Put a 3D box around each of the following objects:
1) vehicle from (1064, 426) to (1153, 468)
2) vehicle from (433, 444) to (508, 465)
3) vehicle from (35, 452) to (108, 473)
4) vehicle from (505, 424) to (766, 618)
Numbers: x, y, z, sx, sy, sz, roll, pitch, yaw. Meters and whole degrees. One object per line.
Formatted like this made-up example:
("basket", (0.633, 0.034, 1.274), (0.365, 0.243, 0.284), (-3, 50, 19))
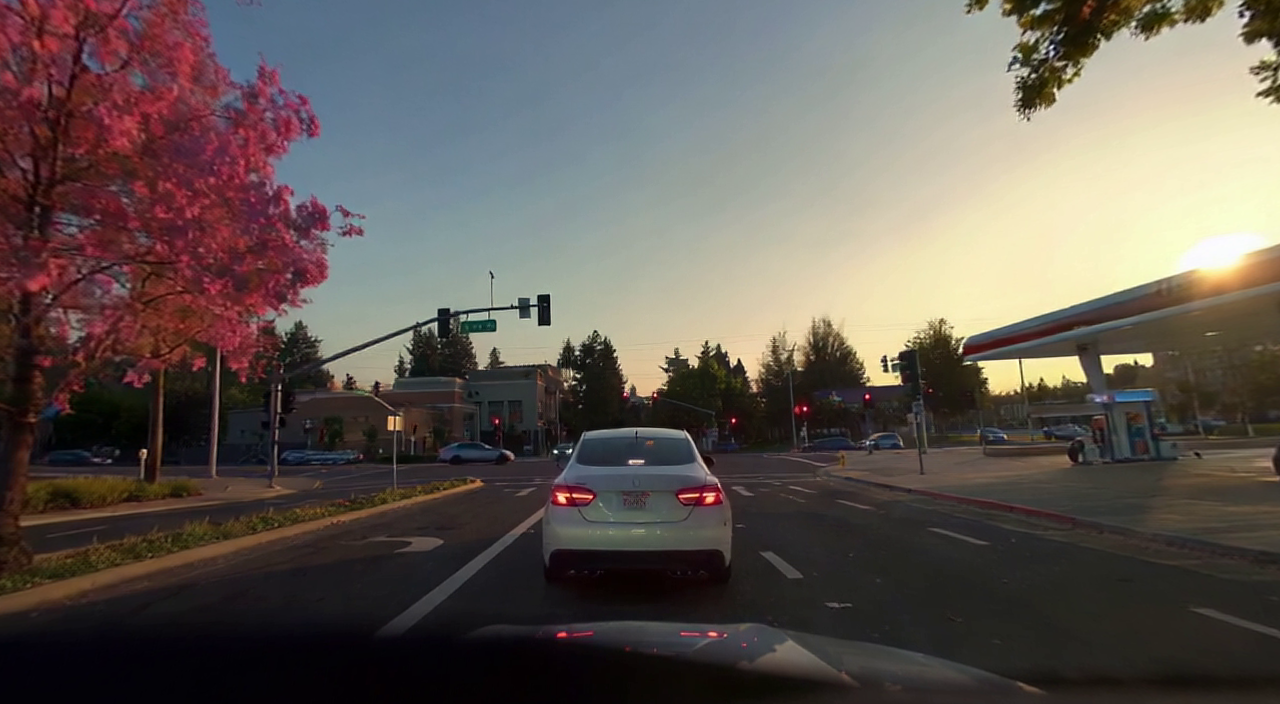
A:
("vehicle", (18.553, 3.734, 24.898), (4.091, 1.495, 2.053), (8, -12, -44))
("vehicle", (-12.255, 7.434, 45.694), (4.813, 1.455, 1.889), (-1, -8, 5))
("vehicle", (-43.643, 8.487, 48.435), (3.975, 1.563, 1.755), (-1, -8, 4))
("vehicle", (-0.047, 1.604, 6.955), (2.010, 1.482, 4.057), (0, -8, 0))
